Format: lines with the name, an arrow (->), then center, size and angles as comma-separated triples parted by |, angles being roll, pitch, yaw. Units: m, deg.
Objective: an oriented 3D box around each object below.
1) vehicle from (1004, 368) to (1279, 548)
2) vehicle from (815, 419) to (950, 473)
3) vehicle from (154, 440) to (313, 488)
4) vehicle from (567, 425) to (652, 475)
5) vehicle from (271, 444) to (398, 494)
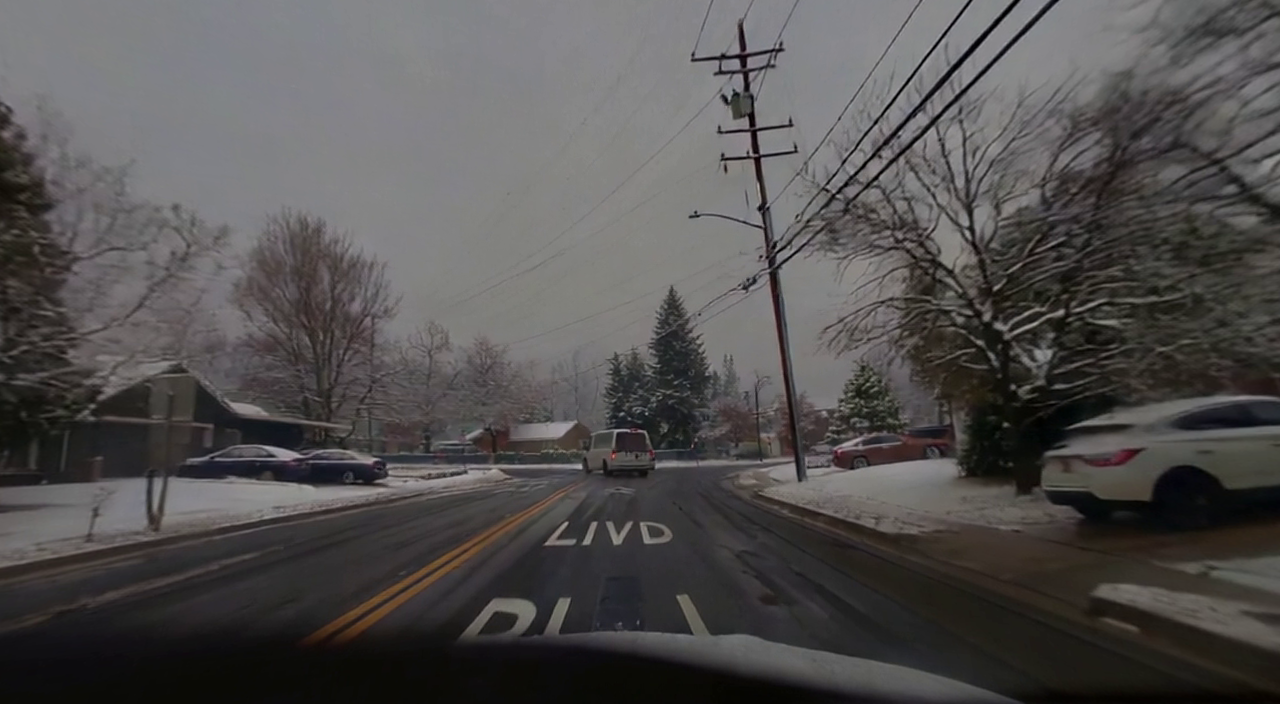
vehicle -> 8.243, 1.356, 9.114 | 4.584, 1.817, 2.018 | -8, -8, -5
vehicle -> 10.044, 3.967, 26.503 | 4.658, 1.536, 2.090 | -8, -11, 1
vehicle -> -16.282, 4.500, 25.532 | 4.881, 1.828, 2.111 | 0, -9, -2
vehicle -> -2.233, 6.641, 43.030 | 2.929, 3.058, 7.559 | 5, -10, -26
vehicle -> -13.483, 5.231, 28.141 | 4.550, 1.655, 2.143 | -5, -15, -1
